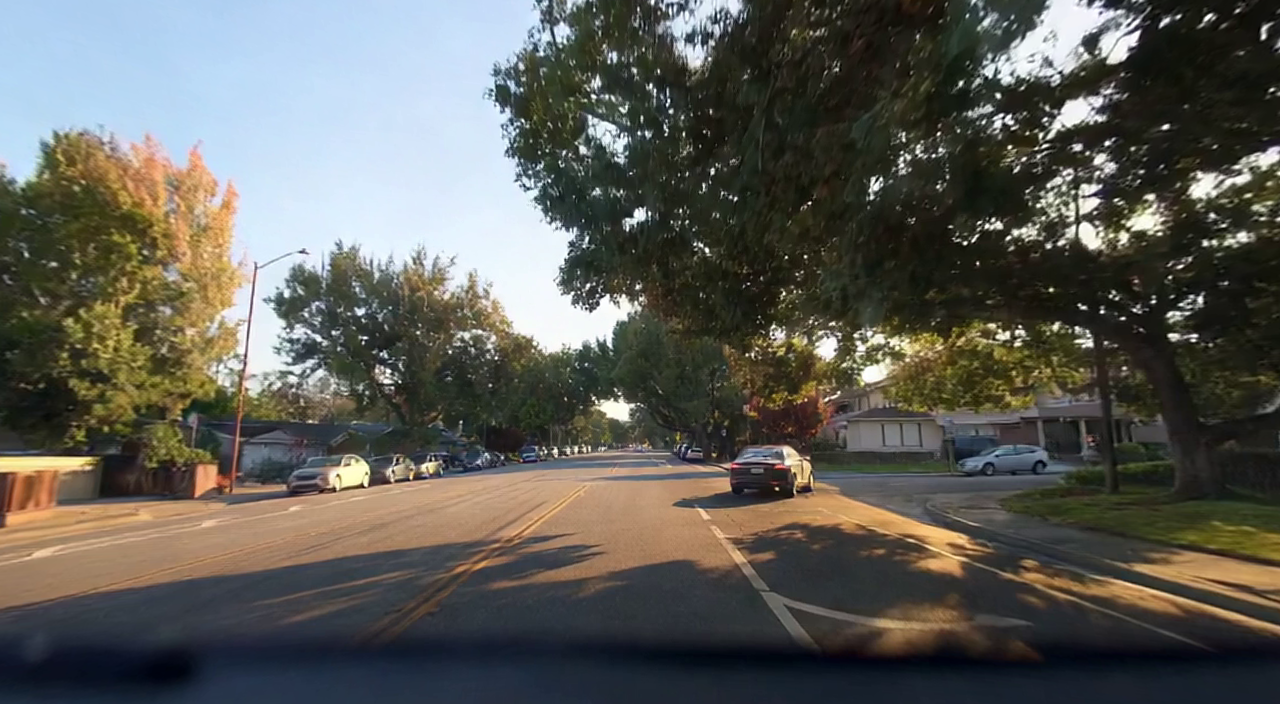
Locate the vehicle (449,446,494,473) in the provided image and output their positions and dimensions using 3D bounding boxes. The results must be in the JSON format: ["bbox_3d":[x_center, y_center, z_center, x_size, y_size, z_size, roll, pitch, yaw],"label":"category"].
[{"bbox_3d":[-12.371,7.915,46.653,1.988,1.741,4.379,-5,-9,0],"label":"vehicle"}]

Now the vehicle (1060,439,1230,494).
[{"bbox_3d":[18.006,4.128,22.689,4.312,1.426,1.940,-6,-11,-1],"label":"vehicle"}]

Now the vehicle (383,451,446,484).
[{"bbox_3d":[-12.226,6.255,34.538,1.795,1.472,4.601,-4,-9,-1],"label":"vehicle"}]

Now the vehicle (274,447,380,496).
[{"bbox_3d":[-12.364,4.708,25.307,1.938,1.754,4.315,0,-9,1],"label":"vehicle"}]

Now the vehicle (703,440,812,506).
[{"bbox_3d":[3.258,3.094,16.715,2.022,1.471,4.432,-3,-9,21],"label":"vehicle"}]

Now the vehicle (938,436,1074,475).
[{"bbox_3d":[18.172,5.166,31.622,5.369,1.857,2.174,0,-9,2],"label":"vehicle"}]
